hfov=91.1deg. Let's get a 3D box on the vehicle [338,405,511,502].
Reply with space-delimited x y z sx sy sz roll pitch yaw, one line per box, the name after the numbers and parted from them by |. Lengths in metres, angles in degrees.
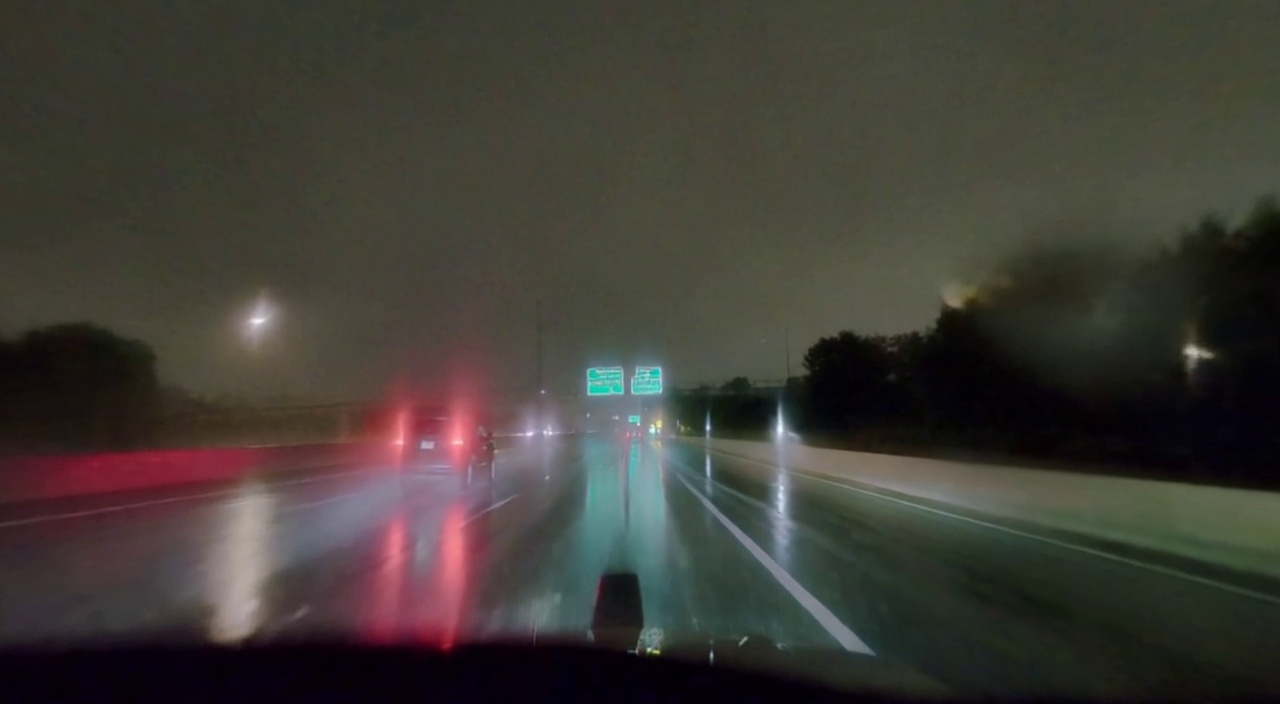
-4.393 2.161 13.815 2.153 1.730 4.772 0 -8 -1 | vehicle
